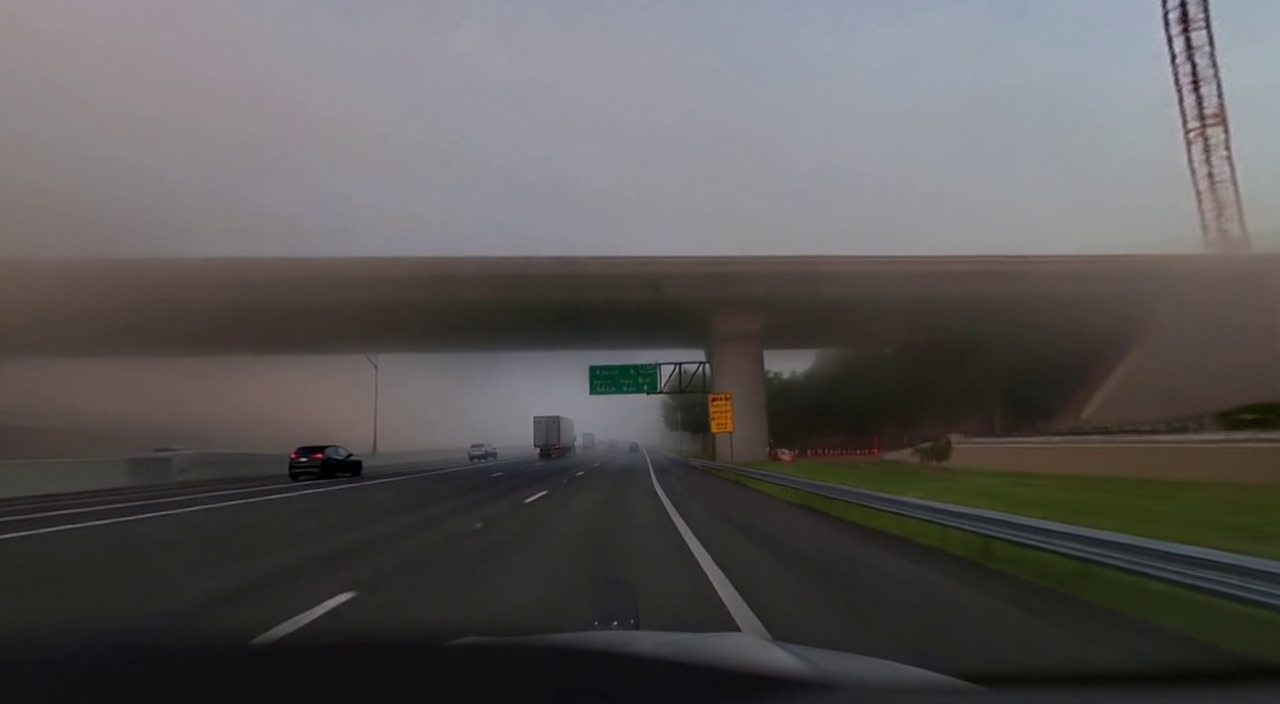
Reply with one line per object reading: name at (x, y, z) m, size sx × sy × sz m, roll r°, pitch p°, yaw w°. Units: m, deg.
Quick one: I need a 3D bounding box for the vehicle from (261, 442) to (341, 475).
vehicle at (-18.982, 5.947, 35.624) m, size 1.932 × 1.752 × 4.541 m, roll 0°, pitch -8°, yaw 0°
